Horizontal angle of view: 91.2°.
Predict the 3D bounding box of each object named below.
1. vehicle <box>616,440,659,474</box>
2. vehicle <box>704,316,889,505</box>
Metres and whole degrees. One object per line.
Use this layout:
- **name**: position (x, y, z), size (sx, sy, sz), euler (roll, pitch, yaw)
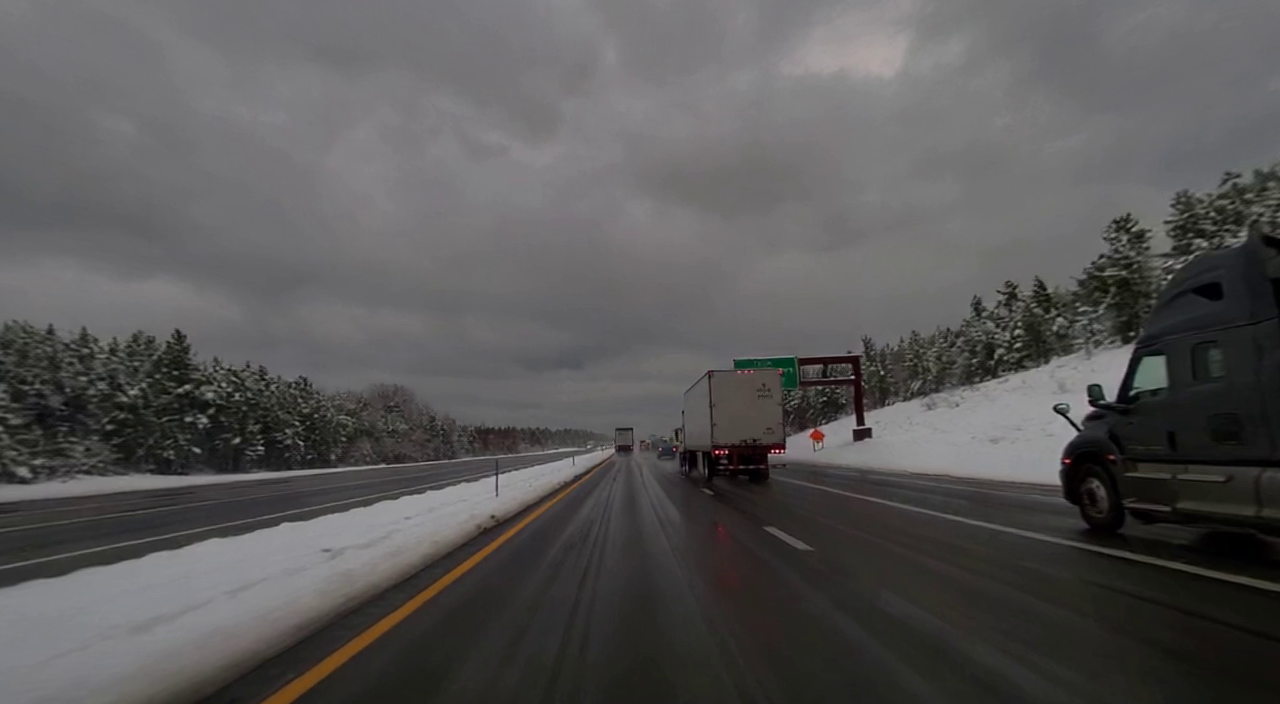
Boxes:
- **vehicle**: position (-0.055, 5.509, 33.060), size (2.127, 1.642, 3.899), euler (-1, -9, 2)
- **vehicle**: position (3.779, 1.868, 17.776), size (2.816, 4.086, 8.486), euler (0, -9, -1)
